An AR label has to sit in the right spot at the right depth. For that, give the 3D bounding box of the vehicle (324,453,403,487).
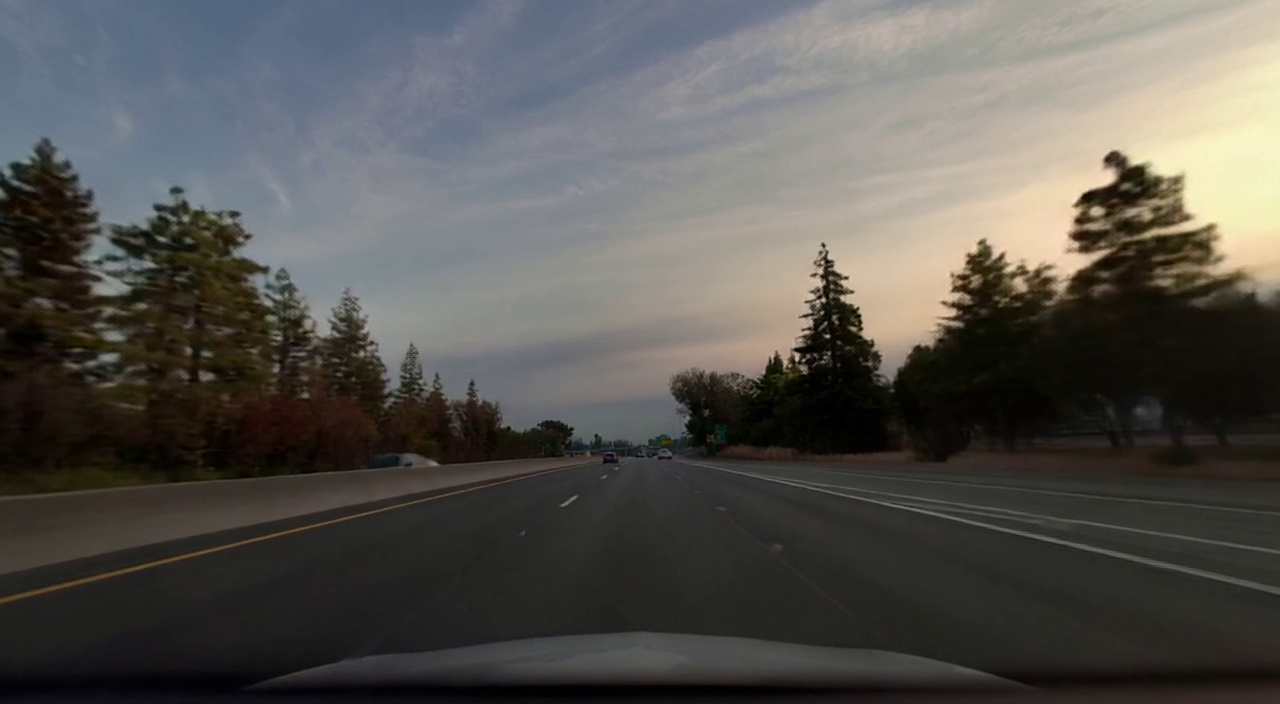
[{"bbox_3d":[-12.167,5.185,28.011,1.768,1.375,3.927,0,-9,0],"label":"vehicle"}]

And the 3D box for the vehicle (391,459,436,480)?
[{"bbox_3d":[-16.512,8.587,46.083,1.769,1.419,3.896,0,-9,0],"label":"vehicle"}]
